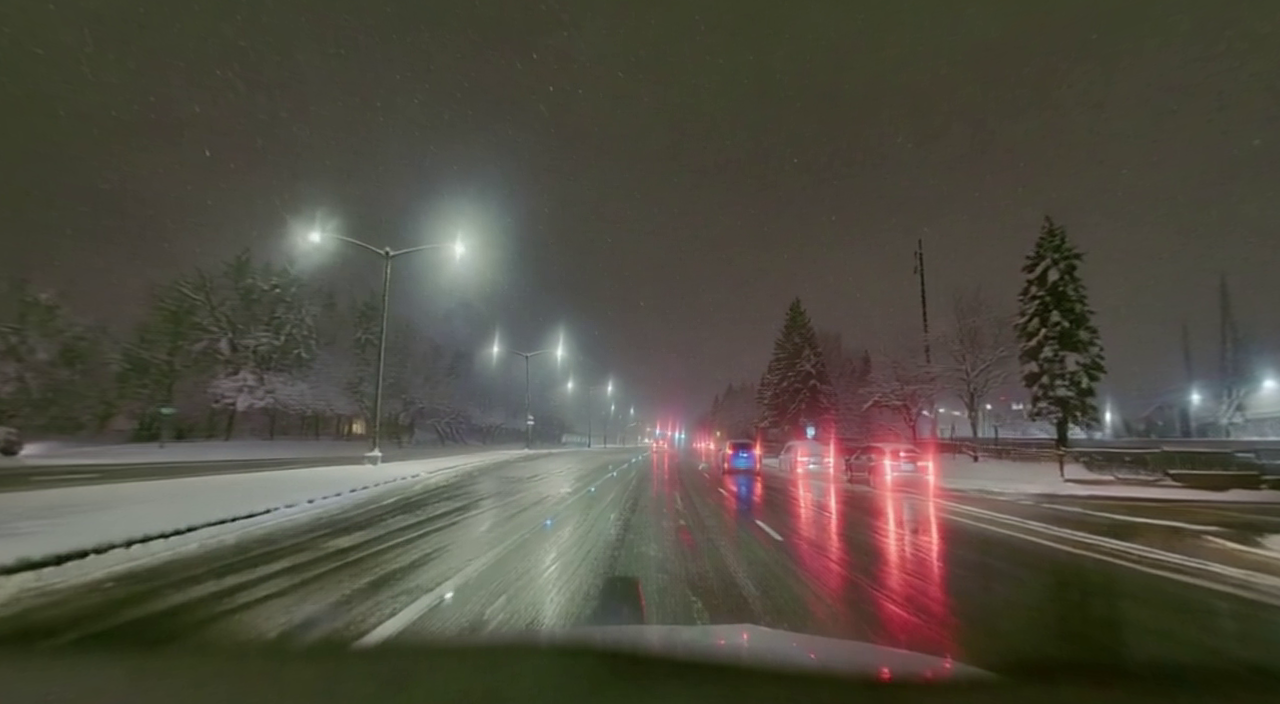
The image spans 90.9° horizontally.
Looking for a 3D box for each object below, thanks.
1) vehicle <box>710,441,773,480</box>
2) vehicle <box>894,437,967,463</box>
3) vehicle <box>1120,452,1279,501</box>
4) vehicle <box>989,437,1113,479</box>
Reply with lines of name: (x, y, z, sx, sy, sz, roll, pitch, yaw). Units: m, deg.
vehicle: (4.216, 4.560, 26.914, 1.981, 1.499, 4.536, 0, -8, 1)
vehicle: (21.283, 7.179, 46.239, 4.480, 1.754, 1.956, 1, -8, -14)
vehicle: (19.229, 4.154, 21.460, 1.696, 1.398, 4.190, 3, -9, -21)
vehicle: (21.734, 5.578, 33.393, 5.456, 1.919, 2.222, 1, -8, -15)
